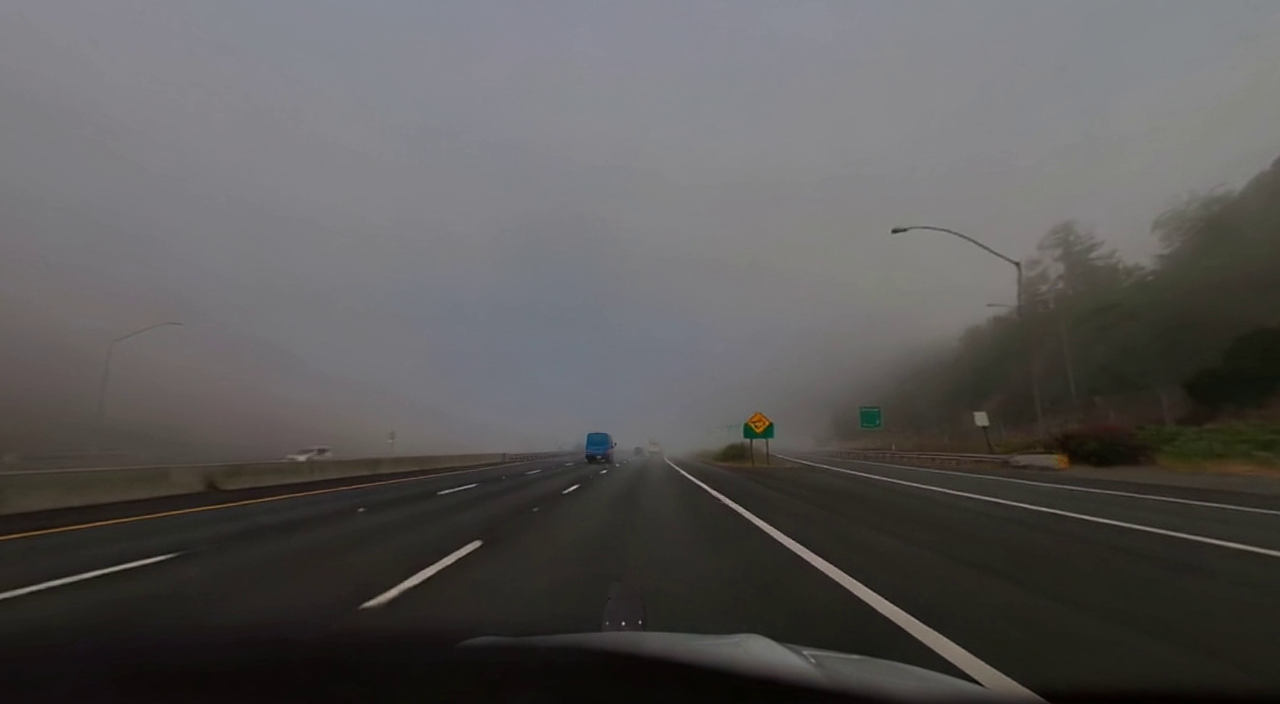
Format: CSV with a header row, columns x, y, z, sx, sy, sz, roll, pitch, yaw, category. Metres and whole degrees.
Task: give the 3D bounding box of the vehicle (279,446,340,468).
x,y,z,sx,sy,sz,roll,pitch,yaw,category
-25.798,8.176,49.228,1.964,1.621,5.002,0,-8,1,vehicle
